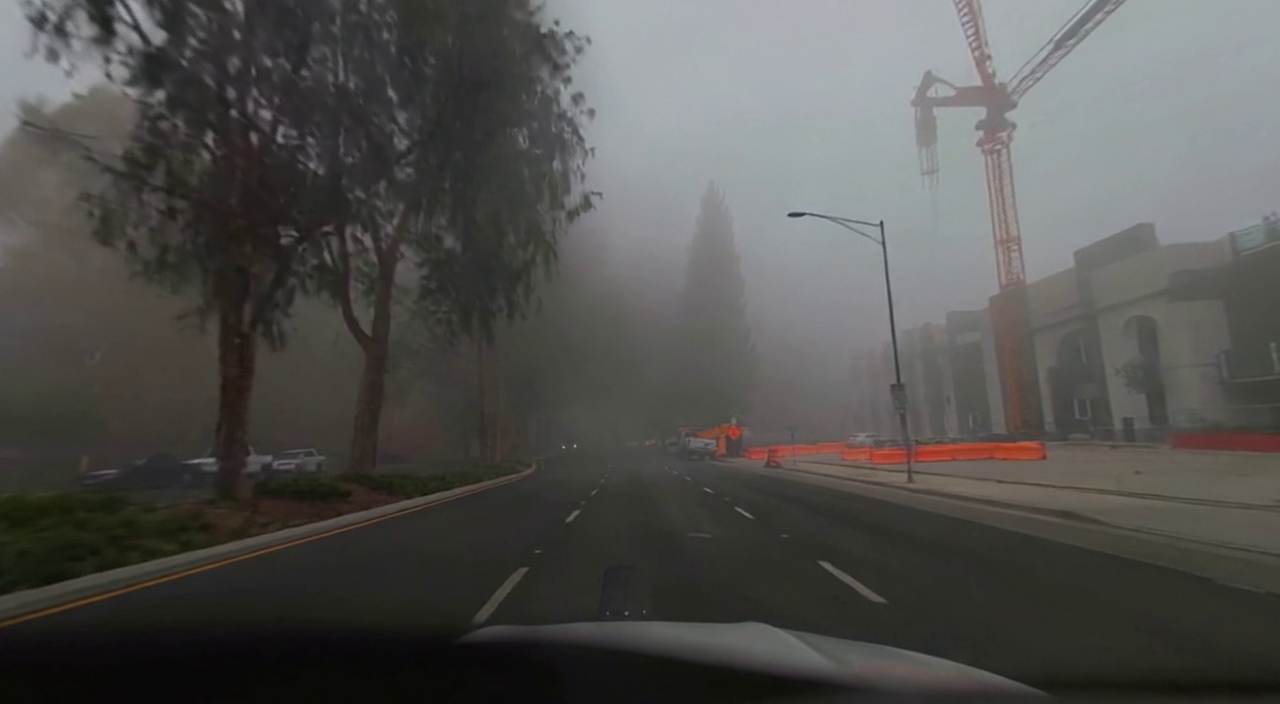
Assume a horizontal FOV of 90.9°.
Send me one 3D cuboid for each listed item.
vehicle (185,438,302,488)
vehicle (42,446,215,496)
[{"bbox_3d":[-18.111,5.045,29.166,2.286,2.069,5.077,0,-8,-3],"label":"vehicle"},{"bbox_3d":[-21.825,5.044,27.361,2.328,1.918,5.628,-1,-9,7],"label":"vehicle"}]
